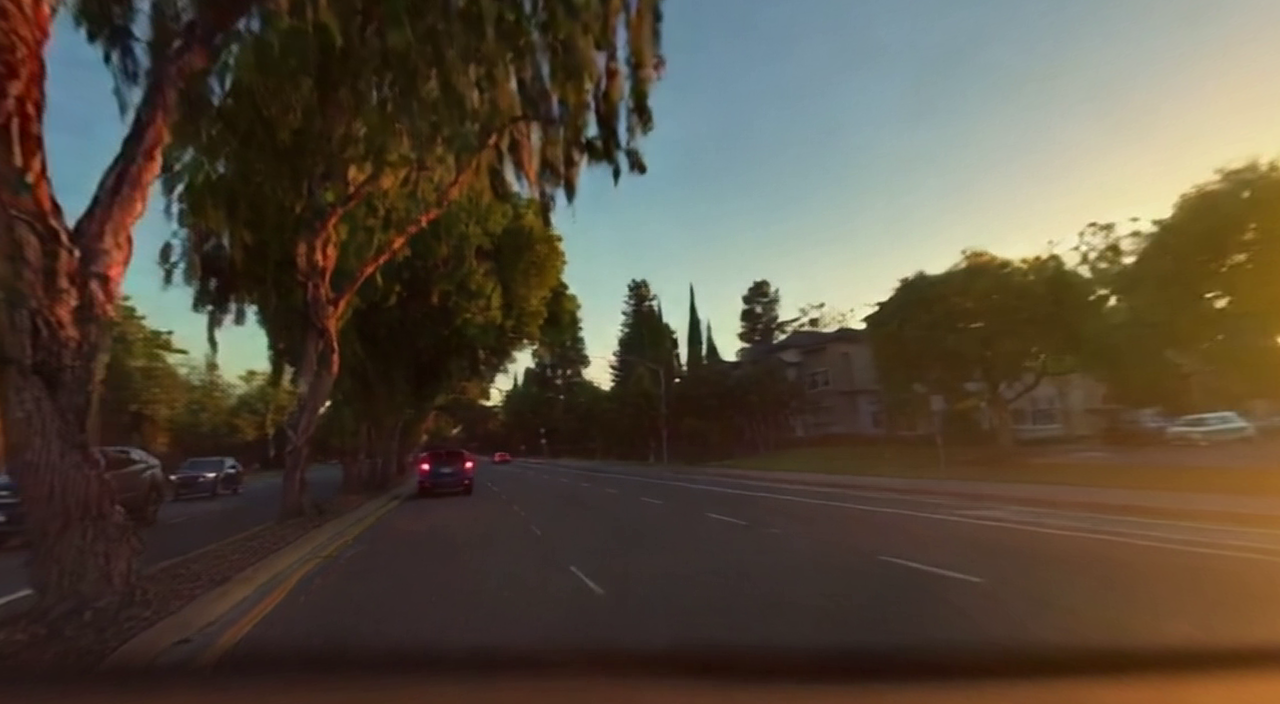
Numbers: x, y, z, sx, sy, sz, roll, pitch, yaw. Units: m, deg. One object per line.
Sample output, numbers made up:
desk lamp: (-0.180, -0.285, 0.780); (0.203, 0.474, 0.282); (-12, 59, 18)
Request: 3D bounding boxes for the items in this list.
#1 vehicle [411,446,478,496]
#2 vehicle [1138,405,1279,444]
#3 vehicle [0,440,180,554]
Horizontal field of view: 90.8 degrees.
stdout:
vehicle: (-7.112, 4.257, 23.067); (2.093, 1.591, 4.247); (2, -8, -17)
vehicle: (23.866, 3.085, 26.537); (4.220, 1.519, 2.560); (2, -8, -17)
vehicle: (-12.829, 3.065, 14.196); (2.386, 2.101, 4.923); (2, -8, -16)
